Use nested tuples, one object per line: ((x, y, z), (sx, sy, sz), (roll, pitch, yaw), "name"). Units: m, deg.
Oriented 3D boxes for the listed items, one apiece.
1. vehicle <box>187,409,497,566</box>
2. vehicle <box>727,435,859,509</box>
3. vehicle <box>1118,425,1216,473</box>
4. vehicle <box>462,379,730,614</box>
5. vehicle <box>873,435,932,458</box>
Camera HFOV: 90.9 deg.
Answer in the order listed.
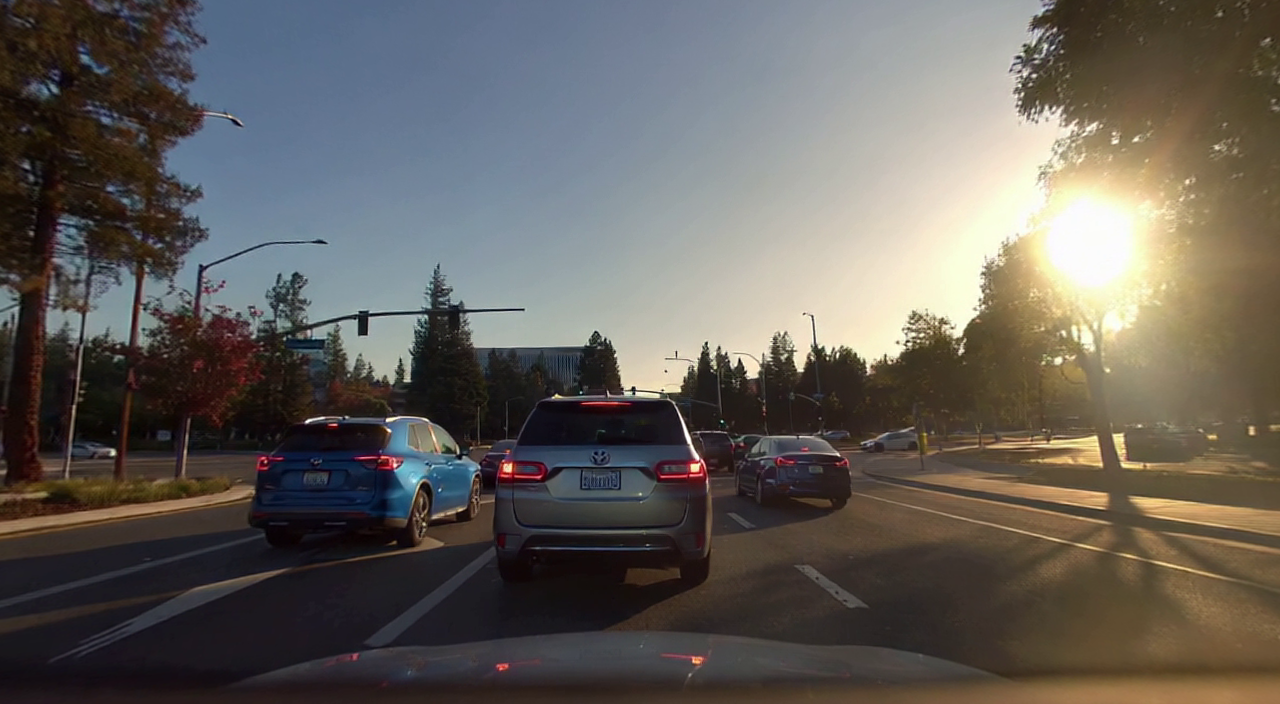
((-3.722, 1.789, 9.096), (2.160, 1.666, 4.583), (0, -8, 1), "vehicle")
((3.450, 2.790, 15.145), (2.121, 1.494, 4.208), (0, -8, 0), "vehicle")
((19.277, 3.522, 23.001), (4.215, 1.578, 1.892), (7, -11, -39), "vehicle")
((-0.335, 1.433, 7.103), (2.064, 1.817, 4.298), (0, -8, 0), "vehicle")
((19.995, 7.207, 47.917), (4.361, 1.653, 2.034), (6, -10, -35), "vehicle")
